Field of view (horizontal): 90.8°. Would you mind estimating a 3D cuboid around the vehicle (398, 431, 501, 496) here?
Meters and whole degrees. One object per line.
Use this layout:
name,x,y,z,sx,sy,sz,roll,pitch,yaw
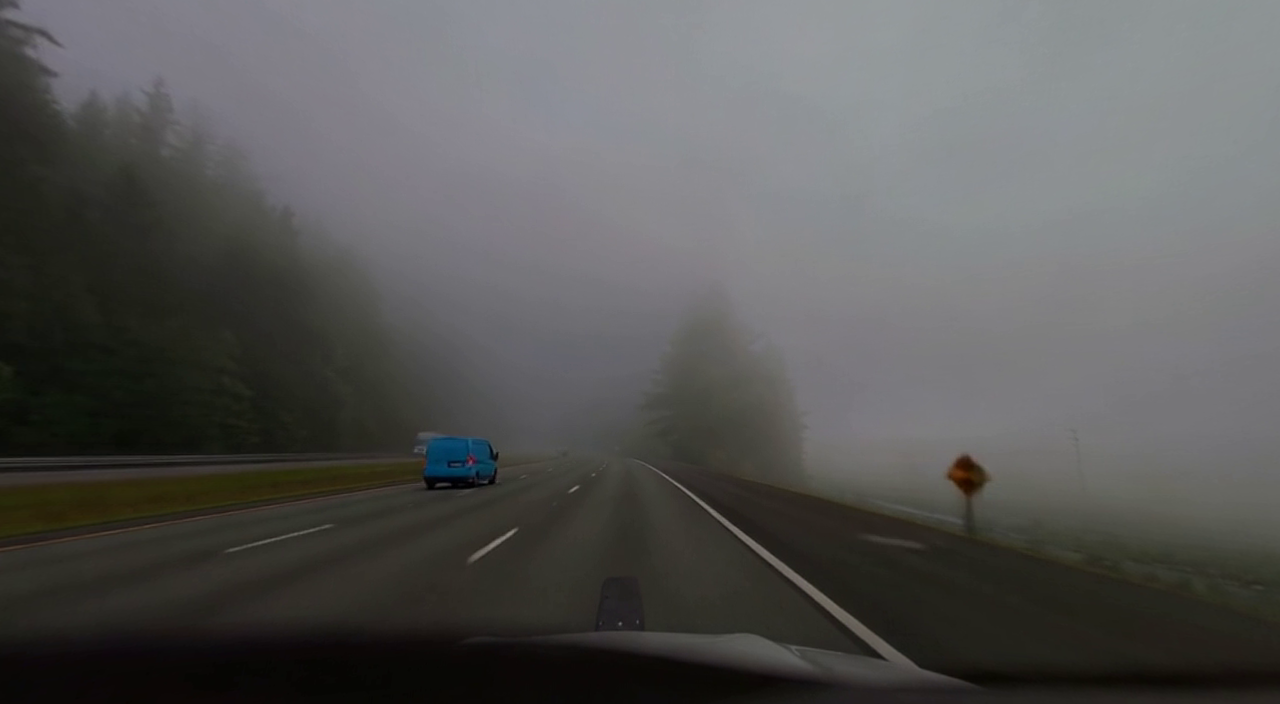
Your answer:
vehicle,-6.648,3.969,22.726,2.197,2.038,4.919,0,-9,0
